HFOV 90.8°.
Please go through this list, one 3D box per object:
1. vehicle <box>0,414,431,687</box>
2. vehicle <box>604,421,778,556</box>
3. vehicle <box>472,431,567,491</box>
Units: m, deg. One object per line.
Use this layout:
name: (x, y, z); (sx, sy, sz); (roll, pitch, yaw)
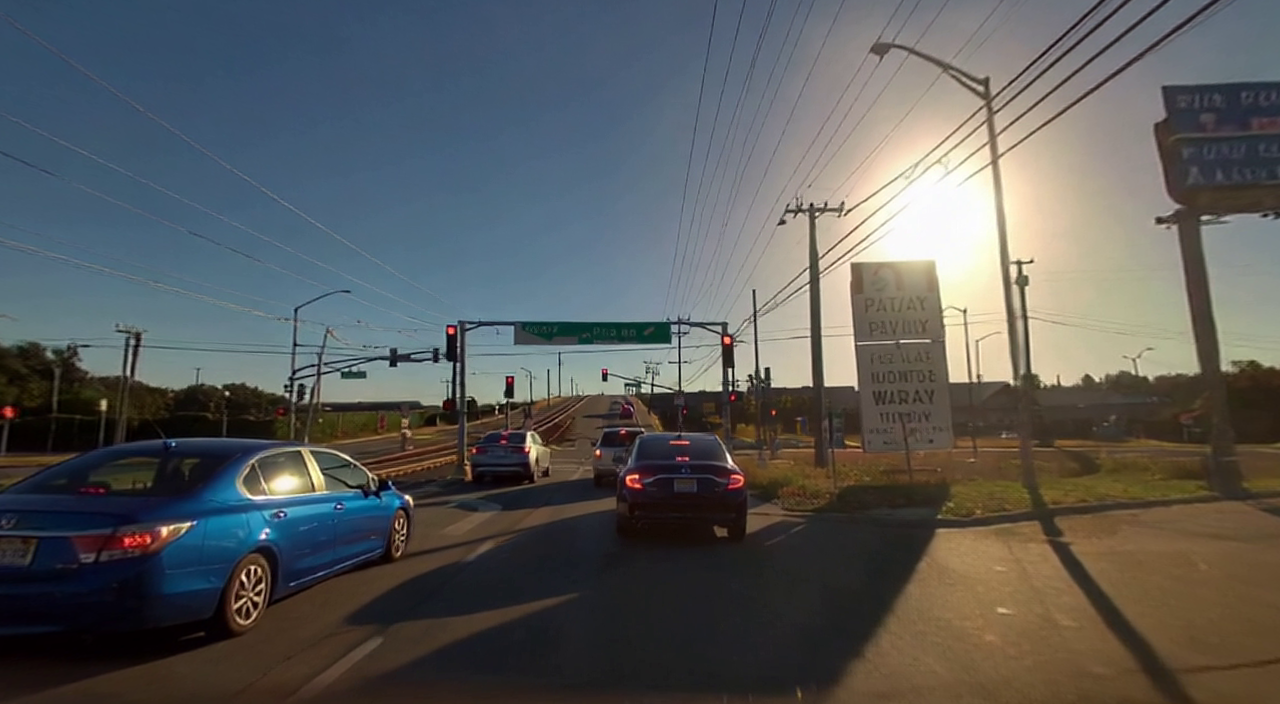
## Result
vehicle: (-3.654, 1.434, 5.794); (1.956, 1.468, 4.585); (0, -9, -1)
vehicle: (0.486, 1.887, 9.336); (1.998, 1.529, 3.960); (1, -9, -3)
vehicle: (-3.285, 3.073, 18.053); (1.984, 1.505, 4.047); (0, -9, -1)
